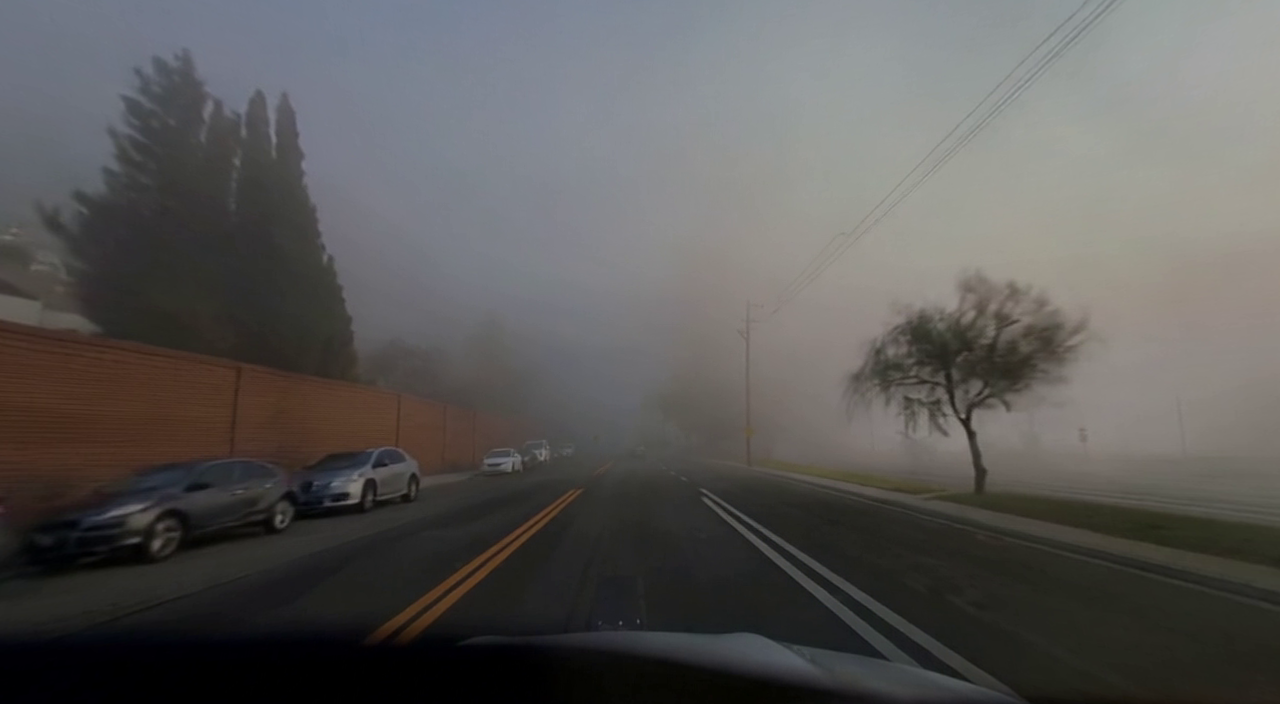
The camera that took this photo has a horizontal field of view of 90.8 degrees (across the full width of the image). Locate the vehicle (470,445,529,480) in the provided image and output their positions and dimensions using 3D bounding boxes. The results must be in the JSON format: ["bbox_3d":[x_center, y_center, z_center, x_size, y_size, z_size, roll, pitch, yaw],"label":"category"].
[{"bbox_3d":[-6.999,5.523,31.856,1.989,1.485,4.218,1,-8,0],"label":"vehicle"}]

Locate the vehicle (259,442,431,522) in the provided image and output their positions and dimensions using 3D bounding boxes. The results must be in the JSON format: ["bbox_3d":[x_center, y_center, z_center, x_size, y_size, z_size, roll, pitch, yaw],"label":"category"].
[{"bbox_3d":[-6.755,2.977,15.171,1.929,1.491,4.642,3,-8,-1],"label":"vehicle"}]

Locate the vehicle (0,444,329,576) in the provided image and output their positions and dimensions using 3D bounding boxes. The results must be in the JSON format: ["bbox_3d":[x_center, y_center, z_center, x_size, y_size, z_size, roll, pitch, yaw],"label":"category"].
[{"bbox_3d":[-6.763,2.182,9.673,1.760,1.434,4.471,1,-8,-1],"label":"vehicle"}]
